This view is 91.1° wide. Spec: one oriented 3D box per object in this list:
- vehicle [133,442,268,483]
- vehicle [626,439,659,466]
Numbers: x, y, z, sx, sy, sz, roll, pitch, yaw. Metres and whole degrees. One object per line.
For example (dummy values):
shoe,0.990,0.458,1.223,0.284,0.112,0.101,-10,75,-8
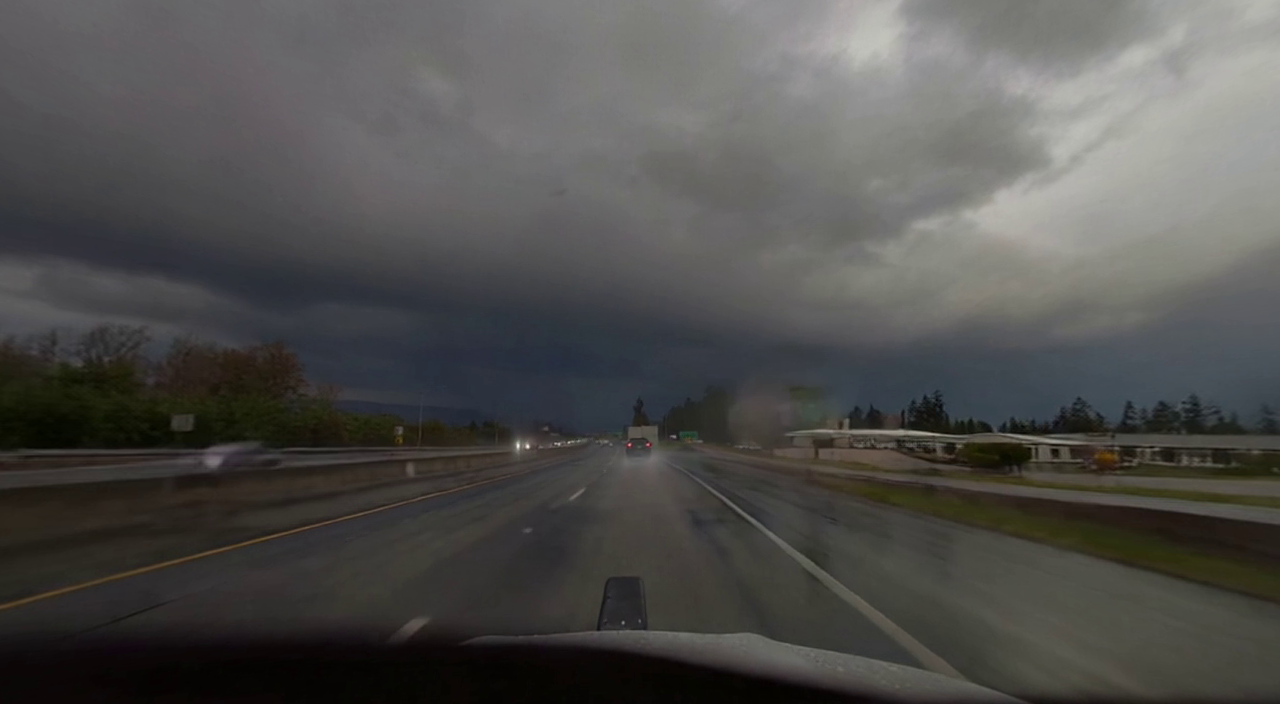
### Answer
vehicle,-17.389,4.351,25.183,1.944,1.469,4.819,0,-8,0
vehicle,0.089,6.487,40.779,2.029,1.666,4.064,0,-8,-1
